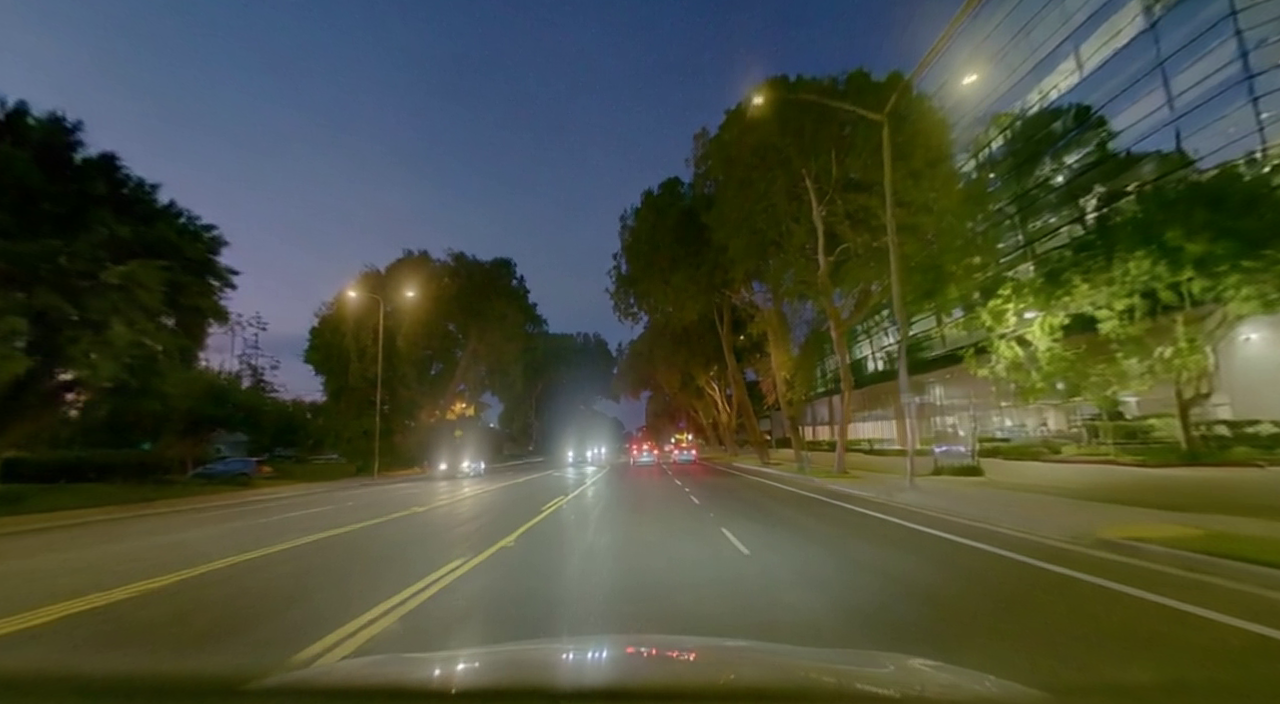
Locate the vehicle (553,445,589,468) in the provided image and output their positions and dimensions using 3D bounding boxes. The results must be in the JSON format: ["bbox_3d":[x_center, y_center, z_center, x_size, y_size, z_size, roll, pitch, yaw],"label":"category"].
[{"bbox_3d":[-4.555,6.951,42.129,2.014,1.487,4.591,0,-8,-2],"label":"vehicle"}]

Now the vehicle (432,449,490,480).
[{"bbox_3d":[-9.402,5.902,33.419,1.889,1.506,3.911,0,-8,0],"label":"vehicle"}]

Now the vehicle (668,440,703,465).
[{"bbox_3d":[3.366,7.567,47.522,2.189,1.766,4.495,0,-8,-1],"label":"vehicle"}]

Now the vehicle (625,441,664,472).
[{"bbox_3d":[0.257,5.833,35.454,2.109,1.612,3.963,0,-8,0],"label":"vehicle"}]

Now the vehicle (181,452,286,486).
[{"bbox_3d":[-21.413,6.159,33.328,4.152,1.686,1.873,0,-8,-1],"label":"vehicle"}]
